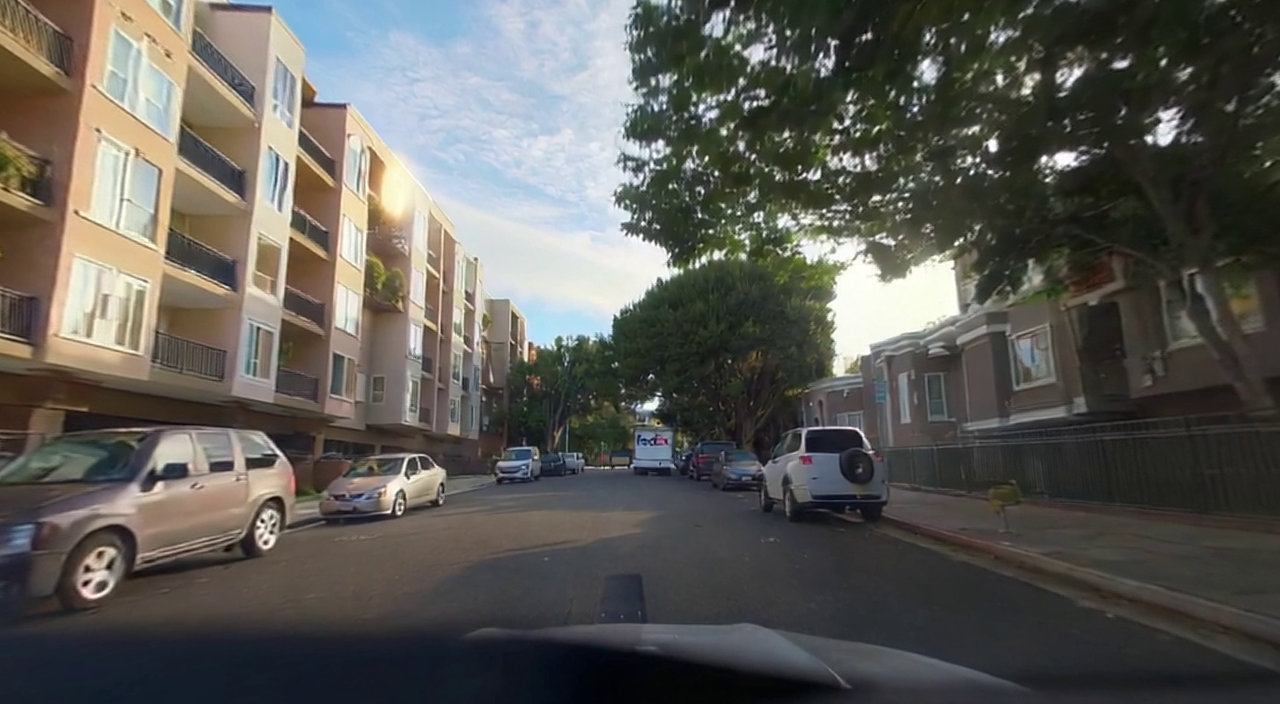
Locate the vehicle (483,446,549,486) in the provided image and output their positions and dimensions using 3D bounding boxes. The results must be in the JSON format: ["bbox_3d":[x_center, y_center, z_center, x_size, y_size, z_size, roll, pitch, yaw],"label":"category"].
[{"bbox_3d":[-5.737,5.303,29.759,2.089,1.757,4.256,0,-9,2],"label":"vehicle"}]

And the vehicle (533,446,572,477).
[{"bbox_3d":[-5.599,7.062,40.991,2.020,1.867,4.654,0,-9,-1],"label":"vehicle"}]

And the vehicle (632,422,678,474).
[{"bbox_3d":[0.875,6.729,44.504,2.930,3.275,8.180,0,-9,-1],"label":"vehicle"}]

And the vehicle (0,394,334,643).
[{"bbox_3d":[-5.701,1.618,7.212,2.098,1.894,4.616,0,-9,0],"label":"vehicle"}]

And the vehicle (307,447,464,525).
[{"bbox_3d":[-5.776,3.046,15.020,1.888,1.546,4.306,0,-9,1],"label":"vehicle"}]

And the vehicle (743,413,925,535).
[{"bbox_3d":[3.597,2.351,12.709,2.099,2.018,4.087,0,-9,-4],"label":"vehicle"}]
